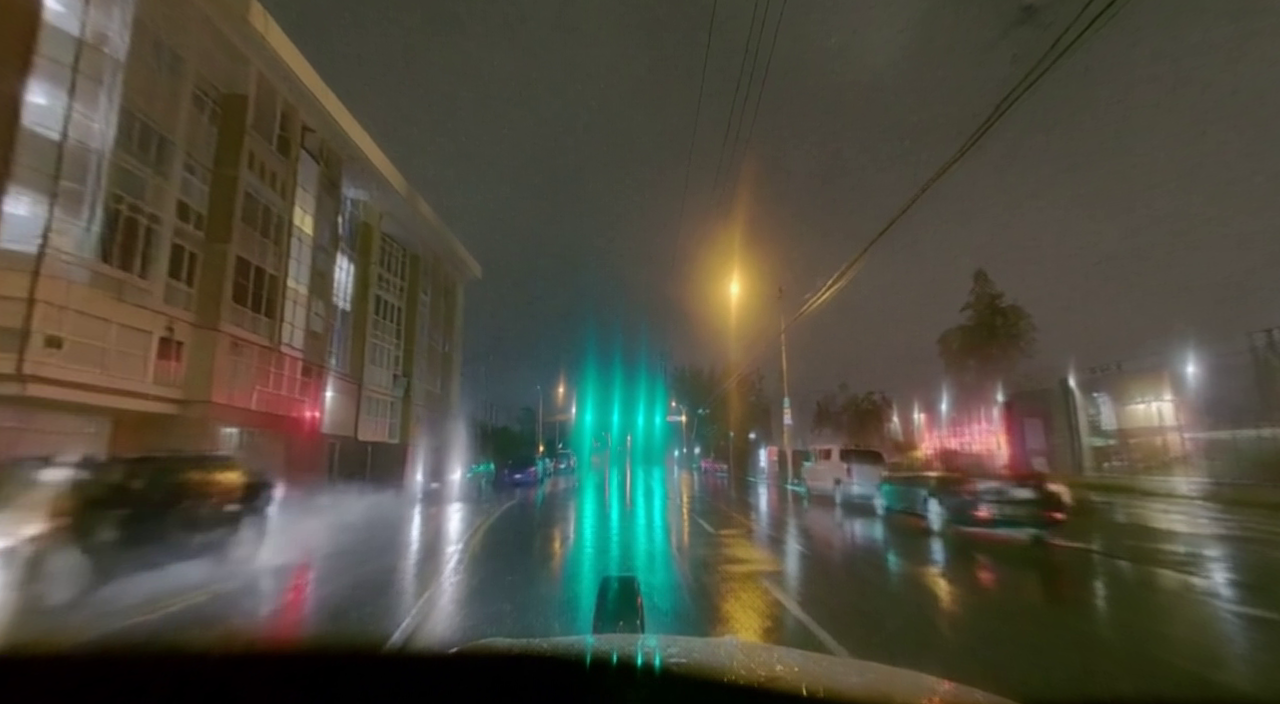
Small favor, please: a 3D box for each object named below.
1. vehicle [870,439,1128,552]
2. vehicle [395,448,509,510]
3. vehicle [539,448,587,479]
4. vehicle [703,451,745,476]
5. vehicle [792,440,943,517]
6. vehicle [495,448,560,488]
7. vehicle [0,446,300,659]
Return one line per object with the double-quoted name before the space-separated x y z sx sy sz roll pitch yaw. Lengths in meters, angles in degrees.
"vehicle" 5.868 2.344 11.148 1.957 1.572 4.418 0 -8 0
"vehicle" -5.251 3.572 18.252 1.949 1.533 3.864 -1 -8 2
"vehicle" -4.465 6.533 37.334 2.145 1.653 4.421 -1 -8 2
"vehicle" 5.789 7.711 43.908 2.054 1.525 4.258 0 -8 -4
"vehicle" 5.792 3.248 16.925 2.138 1.715 4.886 0 -8 -1
"vehicle" -4.973 5.157 28.468 1.950 1.636 4.253 -1 -8 3
"vehicle" -5.535 1.672 6.104 2.052 1.481 4.248 0 -8 1
